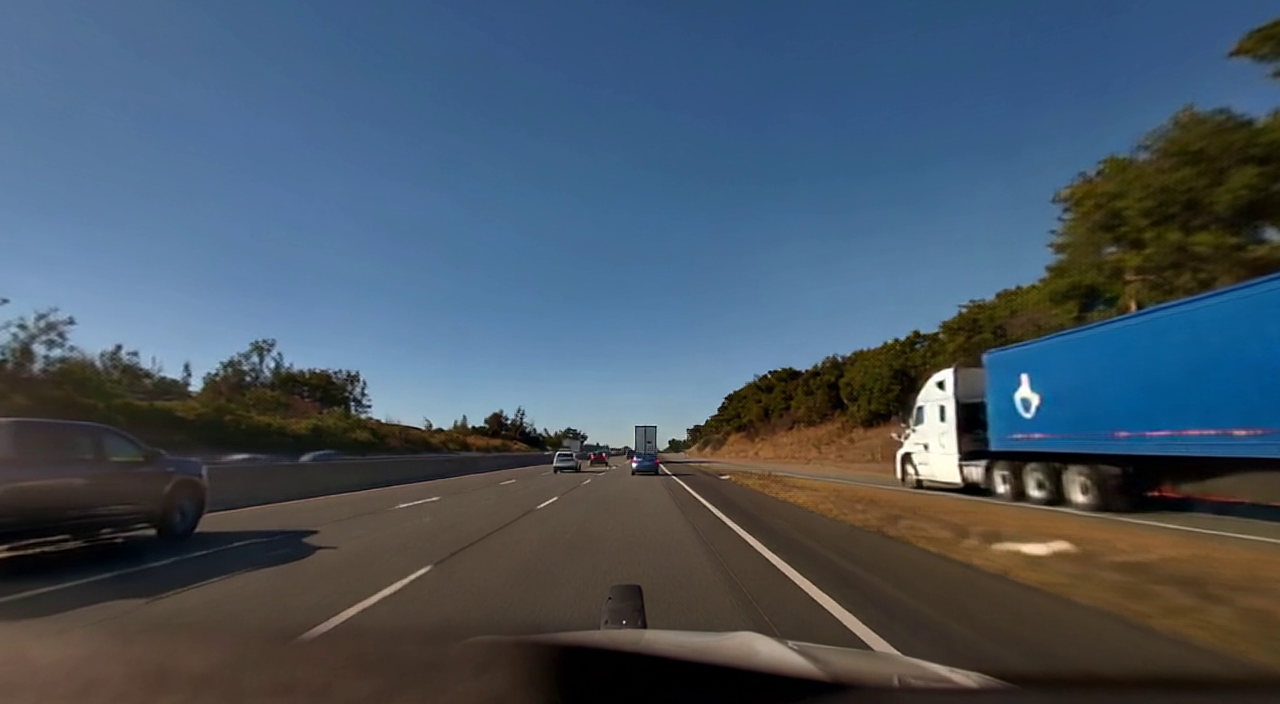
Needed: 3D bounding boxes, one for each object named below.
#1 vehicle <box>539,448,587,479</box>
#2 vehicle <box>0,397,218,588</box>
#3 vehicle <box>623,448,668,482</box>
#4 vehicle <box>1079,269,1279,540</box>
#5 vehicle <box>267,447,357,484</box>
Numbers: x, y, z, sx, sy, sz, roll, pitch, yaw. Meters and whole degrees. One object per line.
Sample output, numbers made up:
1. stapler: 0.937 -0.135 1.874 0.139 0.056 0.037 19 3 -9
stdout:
1. vehicle: -4.047 5.951 33.869 2.018 1.504 4.431 0 -9 0
2. vehicle: -7.520 1.466 6.716 2.316 1.875 5.337 0 -9 0
3. vehicle: 0.205 5.298 29.816 1.991 1.507 3.391 0 -9 -1
4. vehicle: 11.432 0.681 8.910 3.020 4.143 9.468 0 -9 -4
5. vehicle: -15.254 5.282 29.555 1.858 1.562 4.315 0 -9 0
